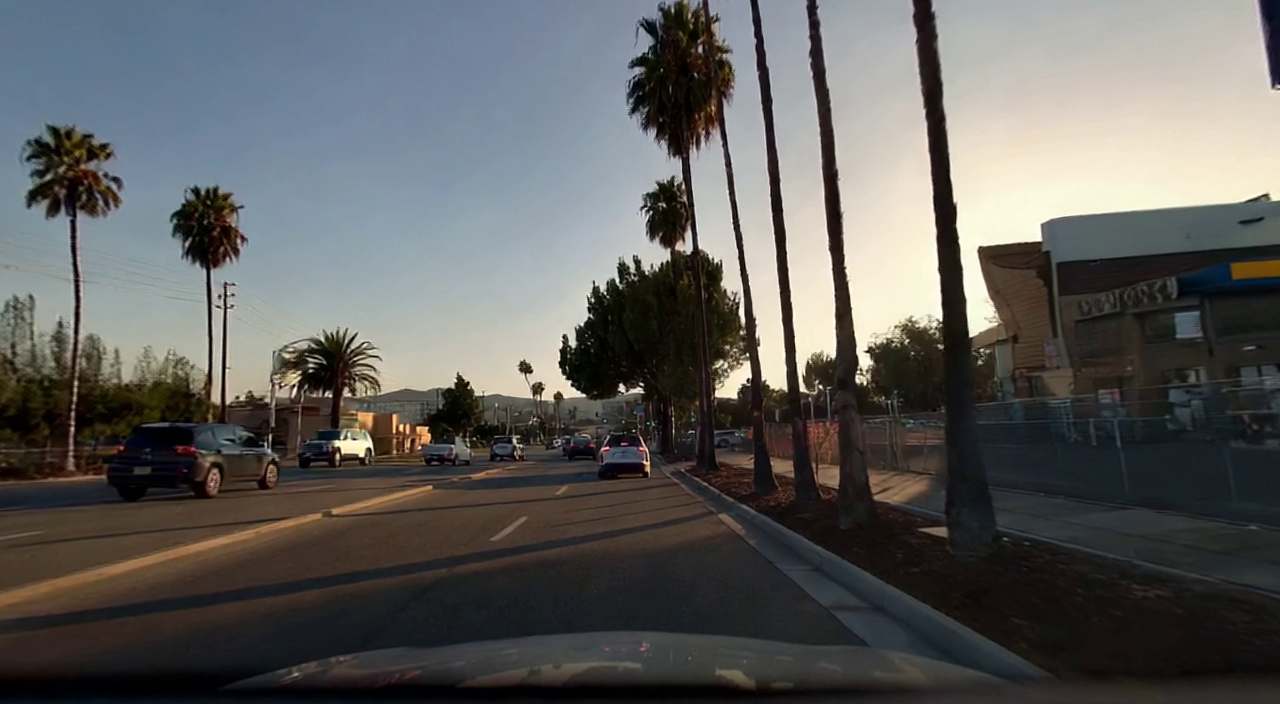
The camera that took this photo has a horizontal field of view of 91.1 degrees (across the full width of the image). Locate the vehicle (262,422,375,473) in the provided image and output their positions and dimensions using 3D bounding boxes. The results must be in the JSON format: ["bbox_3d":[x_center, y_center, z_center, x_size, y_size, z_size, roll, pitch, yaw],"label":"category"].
[{"bbox_3d":[-16.315,4.917,32.421,2.726,2.339,6.253,0,-8,-3],"label":"vehicle"}]

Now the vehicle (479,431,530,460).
[{"bbox_3d":[-7.914,5.504,37.029,2.099,1.608,4.420,0,-8,-1],"label":"vehicle"}]

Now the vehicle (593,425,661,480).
[{"bbox_3d":[-0.413,3.447,21.718,2.121,1.710,3.893,0,-8,0],"label":"vehicle"}]

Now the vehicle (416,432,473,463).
[{"bbox_3d":[-11.698,5.769,37.932,1.998,1.731,4.952,0,-8,-1],"label":"vehicle"}]

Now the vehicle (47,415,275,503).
[{"bbox_3d":[-10.904,2.472,14.827,1.965,1.743,4.327,0,-8,-1],"label":"vehicle"}]
